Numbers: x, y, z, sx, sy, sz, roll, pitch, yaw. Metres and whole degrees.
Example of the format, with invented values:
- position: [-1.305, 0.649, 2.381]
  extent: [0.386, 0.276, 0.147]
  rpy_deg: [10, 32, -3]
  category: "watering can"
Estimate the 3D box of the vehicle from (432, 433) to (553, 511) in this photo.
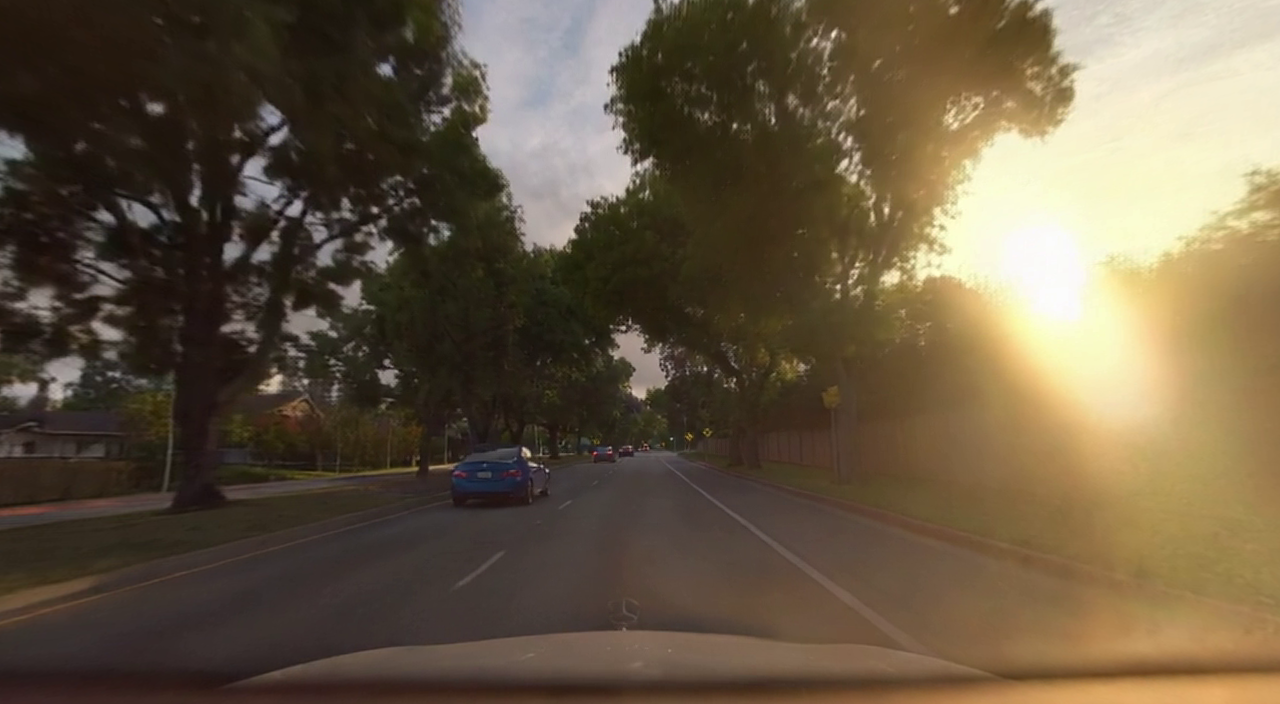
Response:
- position: [-3.477, 2.925, 15.832]
  extent: [1.919, 1.650, 4.546]
  rpy_deg: [0, -9, 0]
  category: "vehicle"
